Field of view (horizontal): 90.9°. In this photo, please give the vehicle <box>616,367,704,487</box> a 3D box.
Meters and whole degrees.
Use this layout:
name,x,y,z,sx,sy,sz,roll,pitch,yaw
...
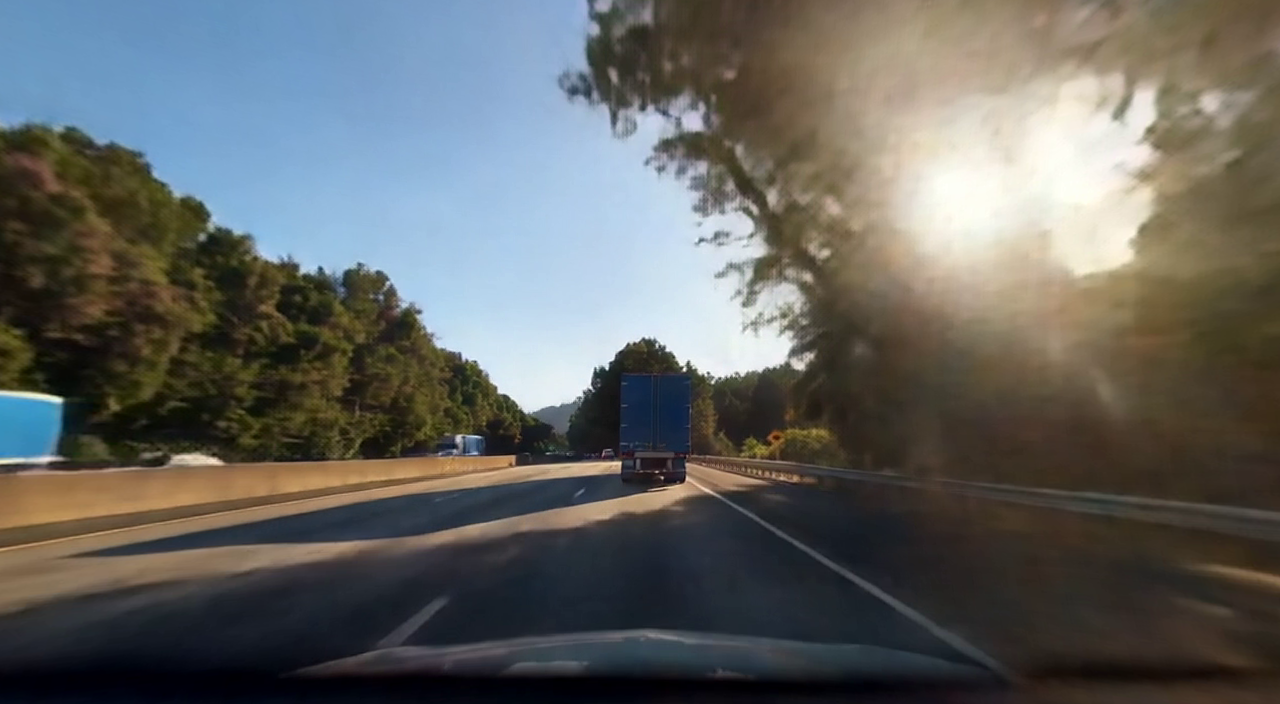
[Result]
name,x,y,z,sx,sy,sz,roll,pitch,yaw
vehicle,0.604,3.227,25.942,2.898,3.973,10.063,0,-9,-1

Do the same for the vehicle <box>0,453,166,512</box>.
name,x,y,z,sx,sy,sz,roll,pitch,yaw
vehicle,-15.884,3.595,17.836,1.833,1.421,4.005,0,-9,-1
